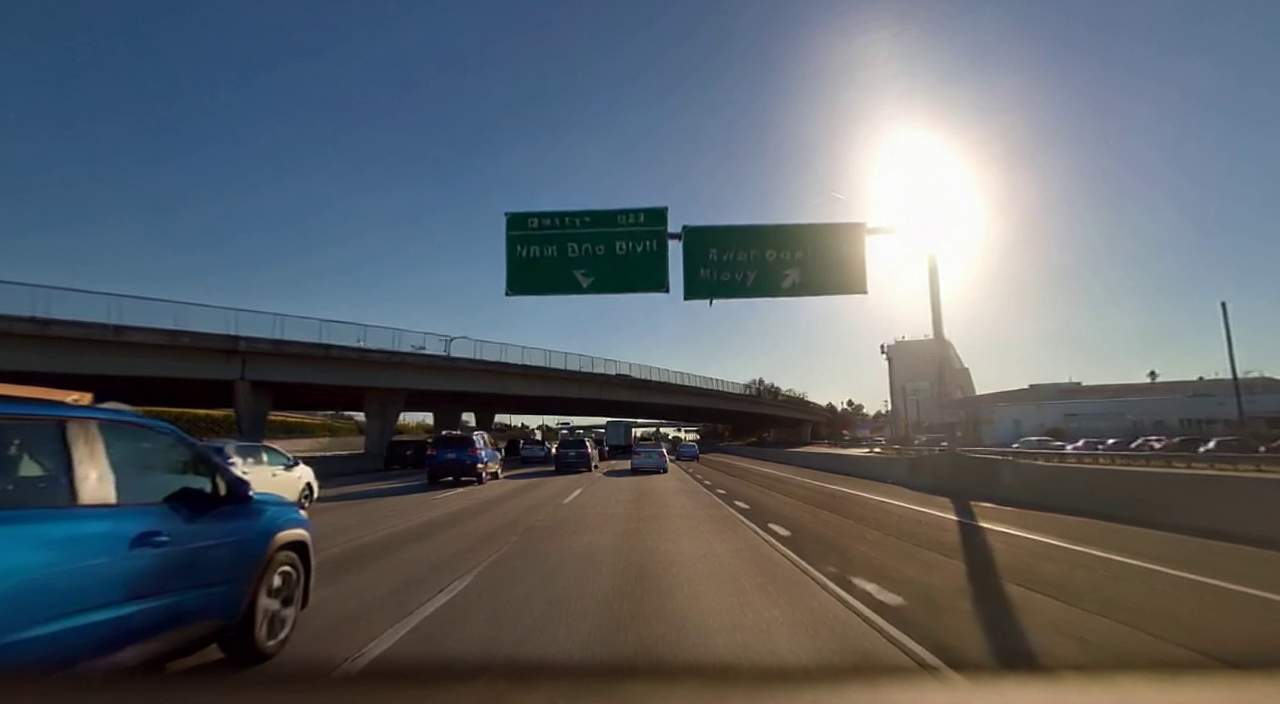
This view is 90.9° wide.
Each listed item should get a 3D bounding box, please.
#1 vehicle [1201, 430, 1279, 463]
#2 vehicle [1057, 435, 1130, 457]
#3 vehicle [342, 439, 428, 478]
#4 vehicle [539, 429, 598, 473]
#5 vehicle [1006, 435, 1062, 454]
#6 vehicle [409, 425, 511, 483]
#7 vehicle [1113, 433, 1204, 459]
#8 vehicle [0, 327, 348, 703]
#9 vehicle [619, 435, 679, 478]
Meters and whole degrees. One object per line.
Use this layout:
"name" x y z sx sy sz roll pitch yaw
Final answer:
"vehicle" 30.396 4.612 30.834 1.838 1.491 4.554 0 -8 2
"vehicle" 30.532 6.360 42.654 1.598 1.384 4.580 0 -8 1
"vehicle" -9.934 4.152 24.911 1.774 1.408 3.917 0 -8 0
"vehicle" -2.996 4.275 27.408 2.007 1.730 4.412 0 -8 0
"vehicle" 30.542 7.190 49.023 1.656 1.442 4.167 0 -8 1
"vehicle" -6.210 3.588 22.446 2.125 1.804 4.864 0 -8 1
"vehicle" 30.438 5.529 37.172 1.722 1.461 4.302 0 -8 1
"vehicle" -3.222 0.810 2.510 1.961 1.687 4.453 0 -8 0
"vehicle" 0.348 3.933 24.036 2.090 1.474 3.970 0 -8 1
